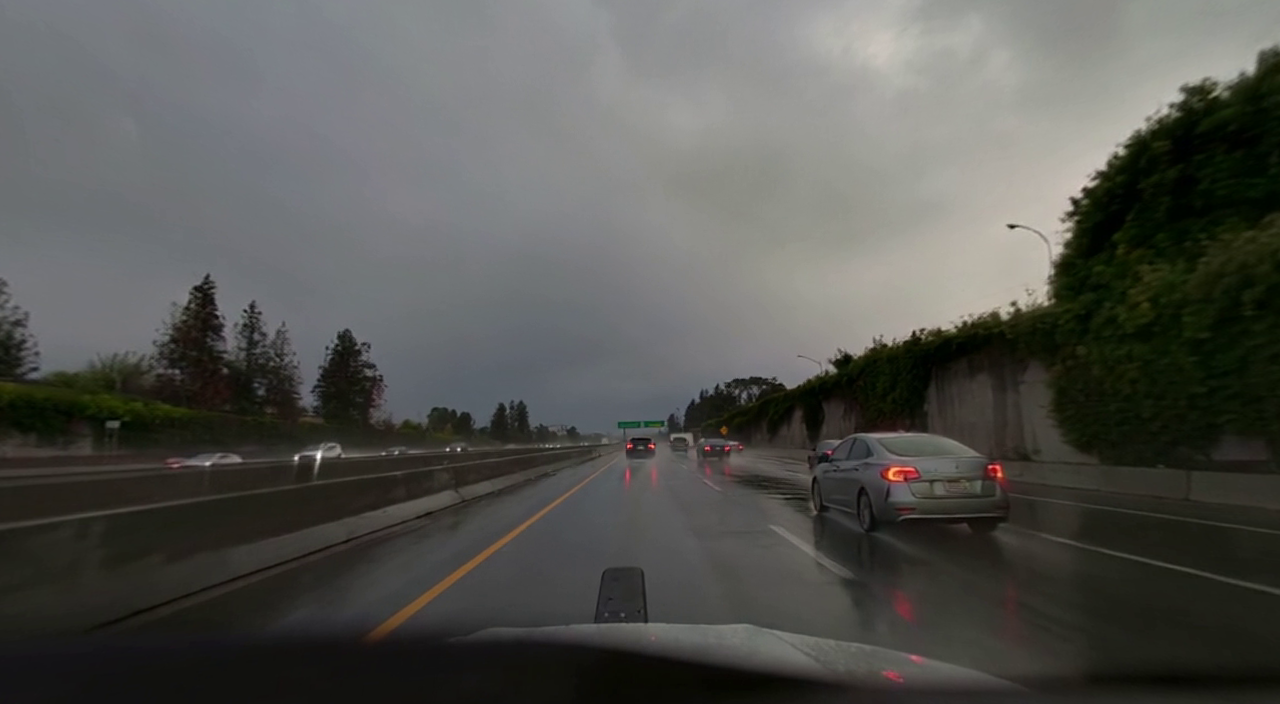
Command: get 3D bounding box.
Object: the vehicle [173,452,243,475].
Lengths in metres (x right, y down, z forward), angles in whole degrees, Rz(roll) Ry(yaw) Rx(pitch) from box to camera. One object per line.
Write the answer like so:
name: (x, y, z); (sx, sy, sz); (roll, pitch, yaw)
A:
vehicle: (-31.055, 7.995, 45.508); (1.827, 1.460, 4.552); (0, -8, 0)

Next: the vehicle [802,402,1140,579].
vehicle: (3.736, 1.639, 8.292); (2.003, 1.661, 4.418); (0, -8, 0)

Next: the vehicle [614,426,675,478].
vehicle: (0.162, 3.897, 24.856); (2.189, 1.852, 4.038); (0, -8, 0)

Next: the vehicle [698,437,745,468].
vehicle: (4.201, 5.245, 33.017); (1.825, 1.487, 4.034); (0, -8, -1)
